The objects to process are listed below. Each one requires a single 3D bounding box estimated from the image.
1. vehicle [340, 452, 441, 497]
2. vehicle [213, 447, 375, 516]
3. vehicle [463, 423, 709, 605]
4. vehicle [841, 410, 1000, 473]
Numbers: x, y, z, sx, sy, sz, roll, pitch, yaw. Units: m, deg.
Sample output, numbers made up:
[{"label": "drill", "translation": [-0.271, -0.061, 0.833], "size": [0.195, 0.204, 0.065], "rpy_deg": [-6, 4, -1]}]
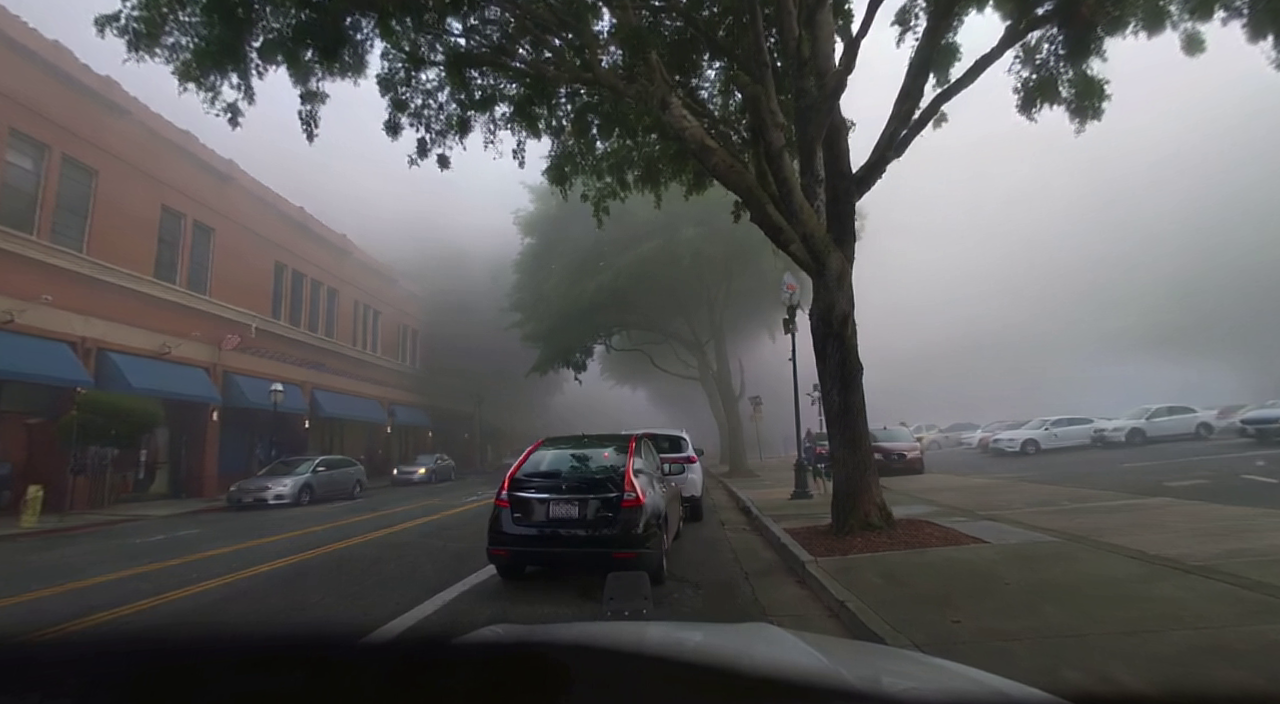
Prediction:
[{"label": "vehicle", "translation": [-10.251, 5.032, 26.283], "size": [1.826, 1.432, 4.556], "rpy_deg": [-7, -9, 8]}, {"label": "vehicle", "translation": [-11.001, 4.069, 20.592], "size": [2.081, 1.718, 5.342], "rpy_deg": [-6, -9, 3]}, {"label": "vehicle", "translation": [-0.271, 1.638, 7.305], "size": [1.939, 1.478, 3.922], "rpy_deg": [-1, -8, 9]}, {"label": "vehicle", "translation": [8.999, 2.833, 20.217], "size": [4.558, 1.528, 1.915], "rpy_deg": [-2, -7, -23]}]
